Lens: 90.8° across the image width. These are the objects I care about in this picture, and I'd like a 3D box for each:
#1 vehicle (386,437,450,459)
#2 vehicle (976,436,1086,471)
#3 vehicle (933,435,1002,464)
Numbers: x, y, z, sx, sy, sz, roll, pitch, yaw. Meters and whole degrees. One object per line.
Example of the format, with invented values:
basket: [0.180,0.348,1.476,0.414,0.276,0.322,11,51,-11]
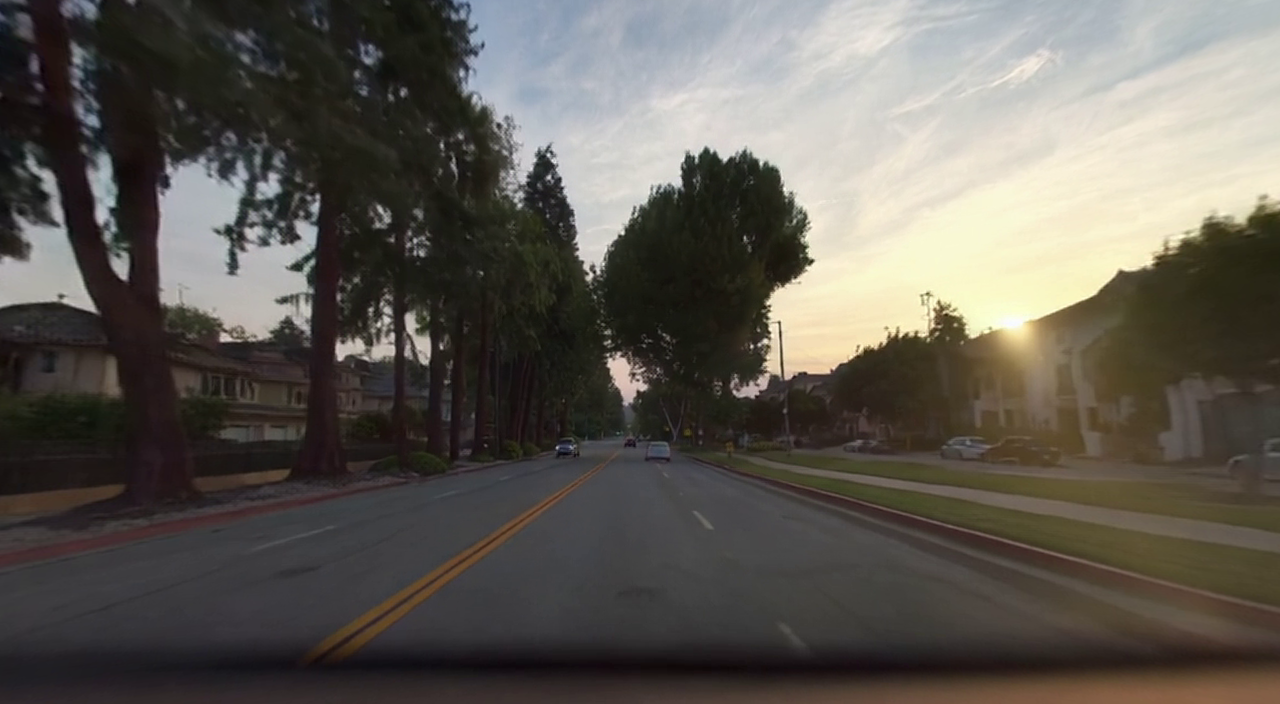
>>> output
vehicle: [-16.991,7.315,48.470,4.045,1.622,1.983,0,-8,3]
vehicle: [17.911,4.667,29.289,1.813,1.464,4.925,1,-8,-2]
vehicle: [18.298,5.464,35.526,1.755,1.521,3.968,0,-8,0]
